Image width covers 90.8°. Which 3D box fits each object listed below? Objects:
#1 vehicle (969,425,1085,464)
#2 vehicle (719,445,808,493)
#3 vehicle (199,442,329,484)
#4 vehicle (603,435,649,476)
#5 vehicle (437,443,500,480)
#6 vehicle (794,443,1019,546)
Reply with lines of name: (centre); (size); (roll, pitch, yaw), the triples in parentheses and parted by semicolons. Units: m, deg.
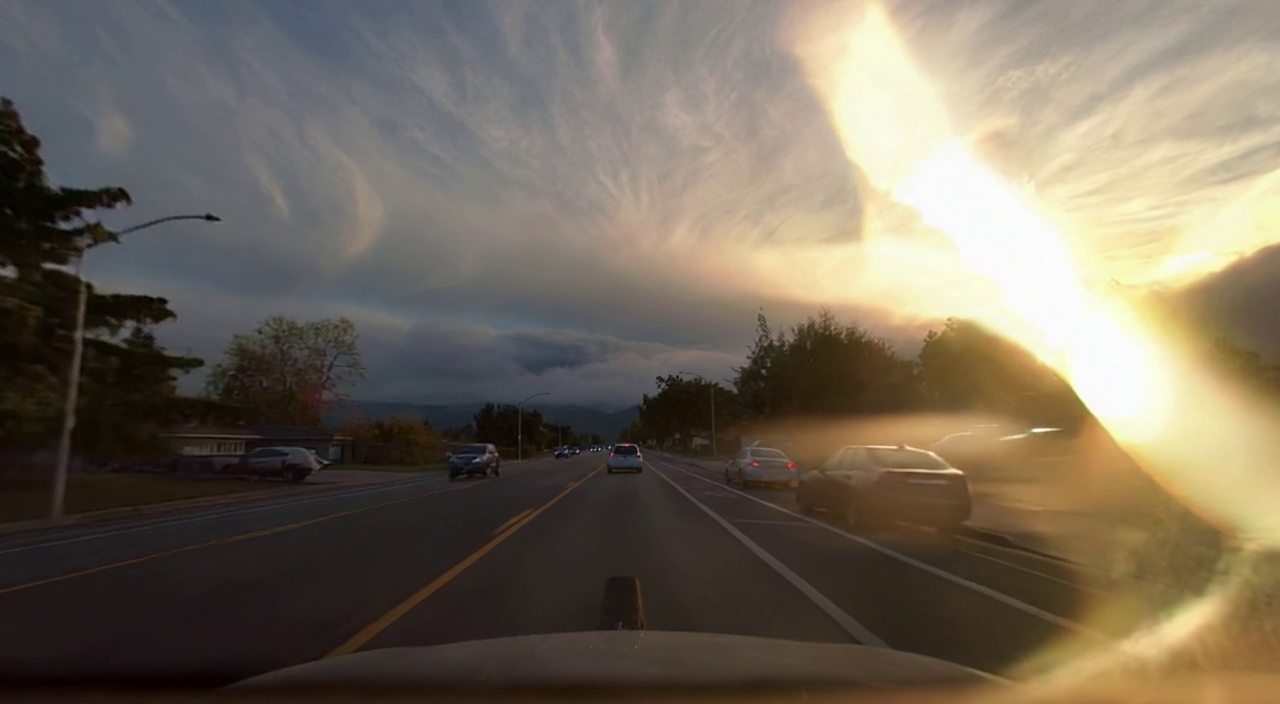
vehicle: (18.027, 4.319, 29.543); (4.172, 1.705, 2.032); (1, -9, -7)
vehicle: (4.212, 4.074, 22.484); (2.001, 1.480, 5.022); (0, -9, -2)
vehicle: (-19.987, 5.887, 33.766); (5.551, 1.870, 2.183); (-2, -8, -2)
vehicle: (-0.700, 5.269, 32.425); (2.153, 1.942, 4.767); (0, -9, -1)
vehicle: (-8.863, 5.676, 33.059); (1.999, 1.806, 4.479); (0, -9, 0)
vehicle: (4.472, 2.439, 11.608); (1.963, 1.469, 4.709); (0, -9, -2)
